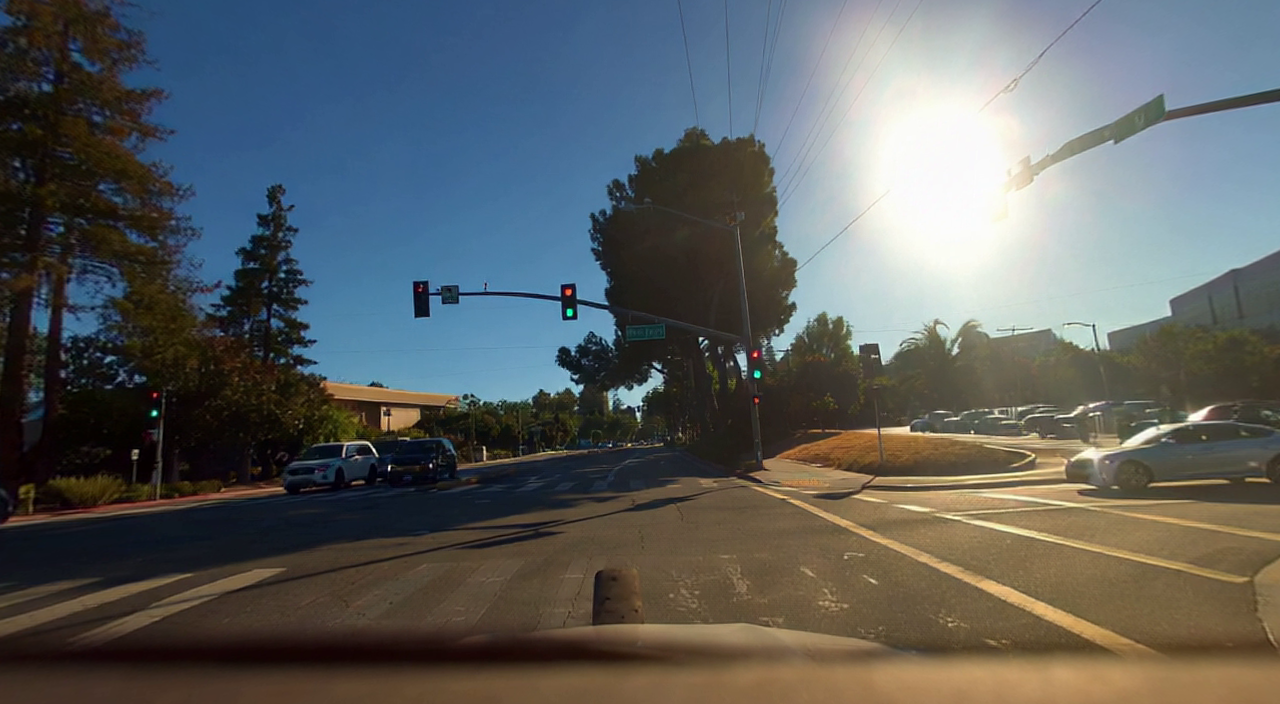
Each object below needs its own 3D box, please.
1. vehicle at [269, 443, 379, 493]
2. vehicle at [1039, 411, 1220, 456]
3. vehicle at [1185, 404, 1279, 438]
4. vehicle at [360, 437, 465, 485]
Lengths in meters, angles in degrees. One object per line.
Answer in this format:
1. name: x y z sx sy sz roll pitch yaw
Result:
1. vehicle: -13.804 5.070 28.050 2.306 1.957 4.968 0 -9 -1
2. vehicle: 16.917 2.905 22.131 4.560 1.453 1.851 -3 -9 18
3. vehicle: 34.849 4.006 36.646 4.326 1.511 1.725 -8 -9 16
4. vehicle: -10.183 4.921 28.953 2.664 1.940 5.702 0 -9 0
